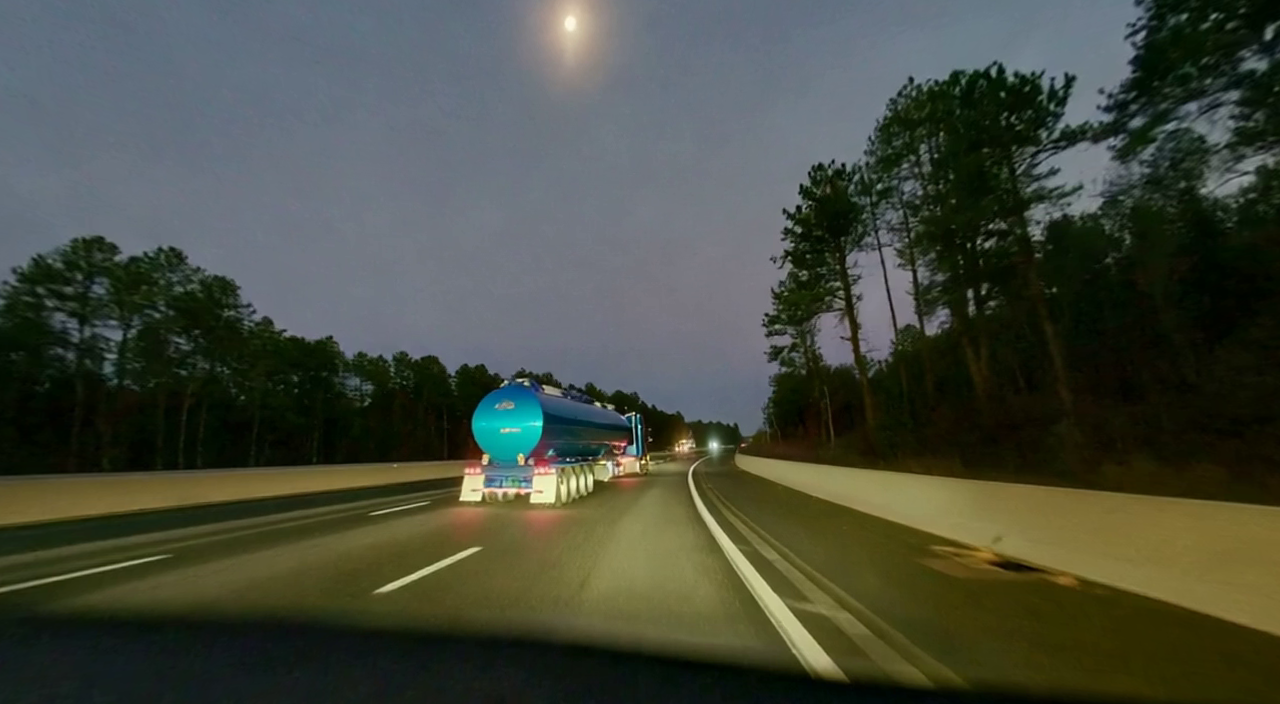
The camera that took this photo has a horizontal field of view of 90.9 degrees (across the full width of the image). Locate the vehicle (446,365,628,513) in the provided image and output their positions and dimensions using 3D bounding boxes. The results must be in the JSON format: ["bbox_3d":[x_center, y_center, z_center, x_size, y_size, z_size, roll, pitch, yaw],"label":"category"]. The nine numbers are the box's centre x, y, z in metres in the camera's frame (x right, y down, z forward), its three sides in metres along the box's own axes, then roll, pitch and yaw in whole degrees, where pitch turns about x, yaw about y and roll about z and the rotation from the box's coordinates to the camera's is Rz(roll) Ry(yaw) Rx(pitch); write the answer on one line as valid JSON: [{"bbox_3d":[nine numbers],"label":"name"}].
[{"bbox_3d":[-2.770,3.155,22.842,2.907,3.747,13.318,-1,-8,7],"label":"vehicle"}]
